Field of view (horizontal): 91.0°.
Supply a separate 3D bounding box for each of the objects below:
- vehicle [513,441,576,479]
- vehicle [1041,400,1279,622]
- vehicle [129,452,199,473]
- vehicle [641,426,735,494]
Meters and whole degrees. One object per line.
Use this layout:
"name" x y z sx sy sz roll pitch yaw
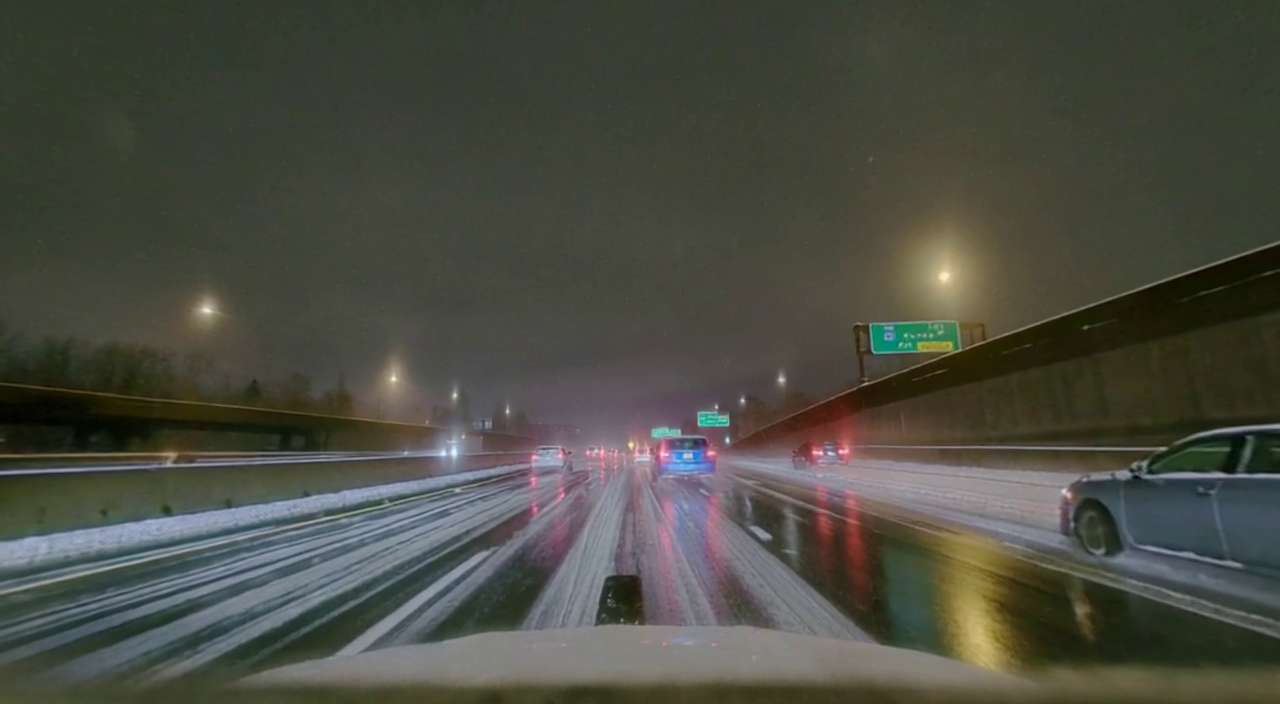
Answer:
"vehicle" -4.020 4.629 27.262 2.031 1.491 4.145 0 -8 1
"vehicle" 5.843 1.269 5.228 2.055 1.656 4.370 0 -8 -1
"vehicle" -37.248 8.648 49.436 1.780 1.529 4.627 0 -8 1
"vehicle" 1.243 3.123 18.467 2.202 1.748 4.158 1 -8 -3
